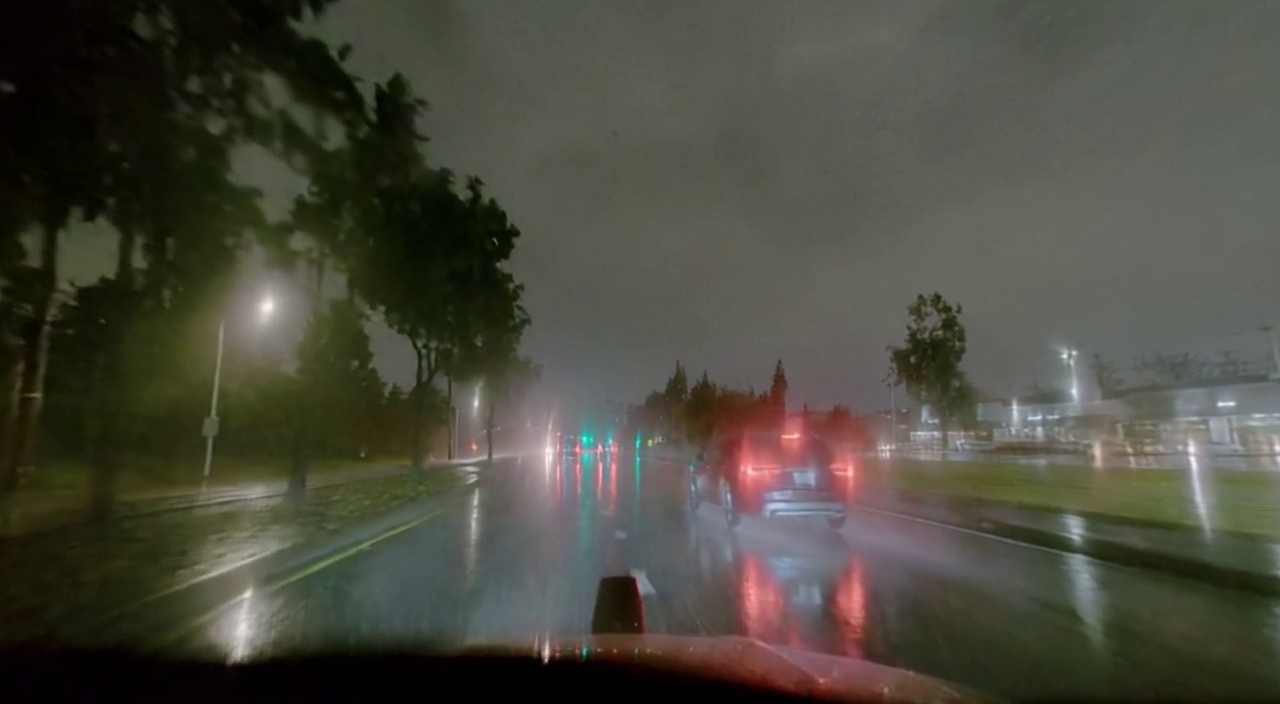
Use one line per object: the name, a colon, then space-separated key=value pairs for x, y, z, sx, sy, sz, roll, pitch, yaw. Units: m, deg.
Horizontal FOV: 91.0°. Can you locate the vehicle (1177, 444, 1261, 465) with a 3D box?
vehicle: x=44.394 y=7.831 z=48.401 sx=1.787 sy=1.503 sz=4.608 roll=1 pitch=-8 yaw=-4

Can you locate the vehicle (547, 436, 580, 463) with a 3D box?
vehicle: x=-5.384 y=6.921 z=44.755 sx=2.189 sy=1.776 sz=4.342 roll=1 pitch=-8 yaw=-6

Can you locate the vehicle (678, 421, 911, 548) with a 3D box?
vehicle: x=2.144 y=2.055 z=10.554 sx=2.235 sy=1.597 sz=4.918 roll=1 pitch=-8 yaw=-6
